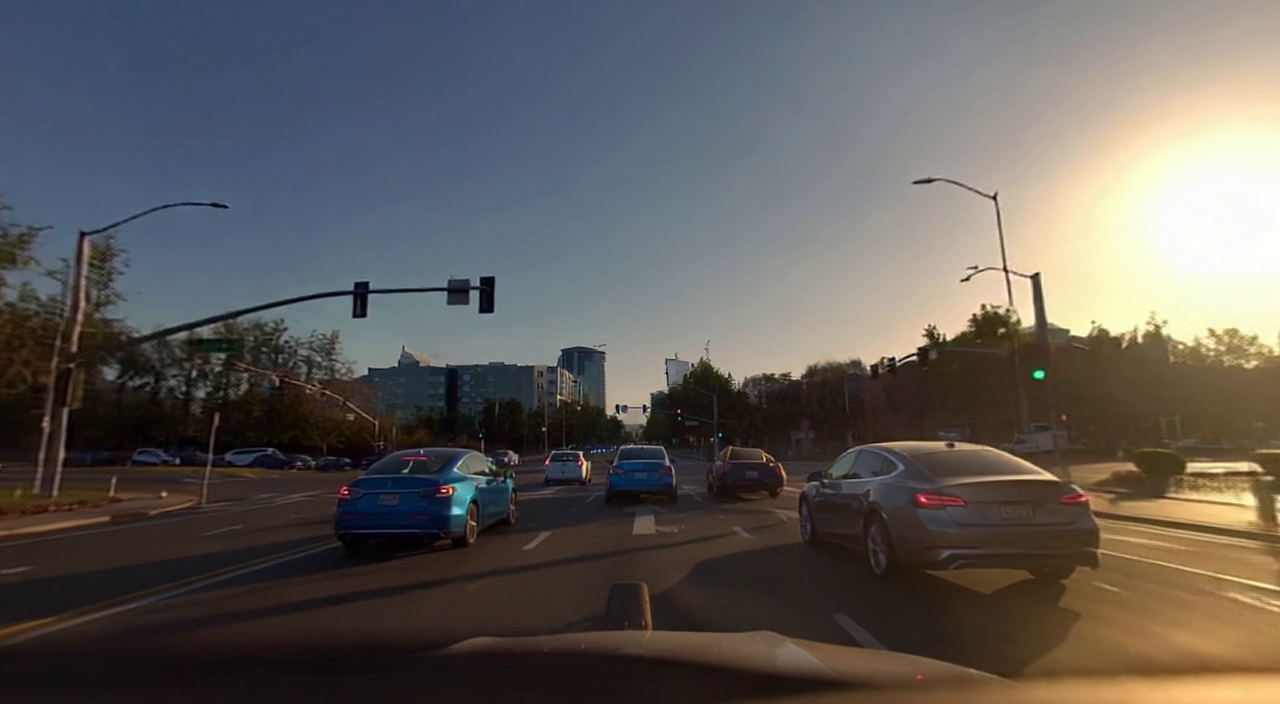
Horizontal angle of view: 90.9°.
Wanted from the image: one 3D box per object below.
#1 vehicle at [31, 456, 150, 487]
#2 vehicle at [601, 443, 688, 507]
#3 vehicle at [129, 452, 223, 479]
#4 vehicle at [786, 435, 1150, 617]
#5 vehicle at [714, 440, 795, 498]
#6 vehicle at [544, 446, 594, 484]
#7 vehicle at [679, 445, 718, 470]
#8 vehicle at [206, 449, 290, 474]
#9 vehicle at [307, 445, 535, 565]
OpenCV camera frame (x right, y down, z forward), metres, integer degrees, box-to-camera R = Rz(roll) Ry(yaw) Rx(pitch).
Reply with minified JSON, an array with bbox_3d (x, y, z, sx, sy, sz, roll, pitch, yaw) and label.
[{"bbox_3d":[-29.694,6.457,34.149,4.551,1.533,2.070,-1,-8,1],"label":"vehicle"},{"bbox_3d":[0.062,3.396,17.851,2.144,1.563,4.218,0,-9,-1],"label":"vehicle"},{"bbox_3d":[-30.275,7.383,41.201,4.427,1.629,2.213,-1,-9,2],"label":"vehicle"},{"bbox_3d":[3.342,1.836,7.748,1.951,1.522,4.614,0,-8,0],"label":"vehicle"},{"bbox_3d":[3.703,3.849,21.112,1.938,1.732,4.006,0,-9,0],"label":"vehicle"},{"bbox_3d":[-3.205,5.052,28.515,2.089,1.537,4.073,1,-9,-6],"label":"vehicle"},{"bbox_3d":[4.015,7.309,44.015,2.138,1.624,4.417,0,-9,-1],"label":"vehicle"},{"bbox_3d":[-29.162,8.126,46.989,4.916,1.793,2.082,-1,-9,3],"label":"vehicle"},{"bbox_3d":[-3.122,2.256,10.164,2.015,1.478,4.407,-1,-8,1],"label":"vehicle"}]
